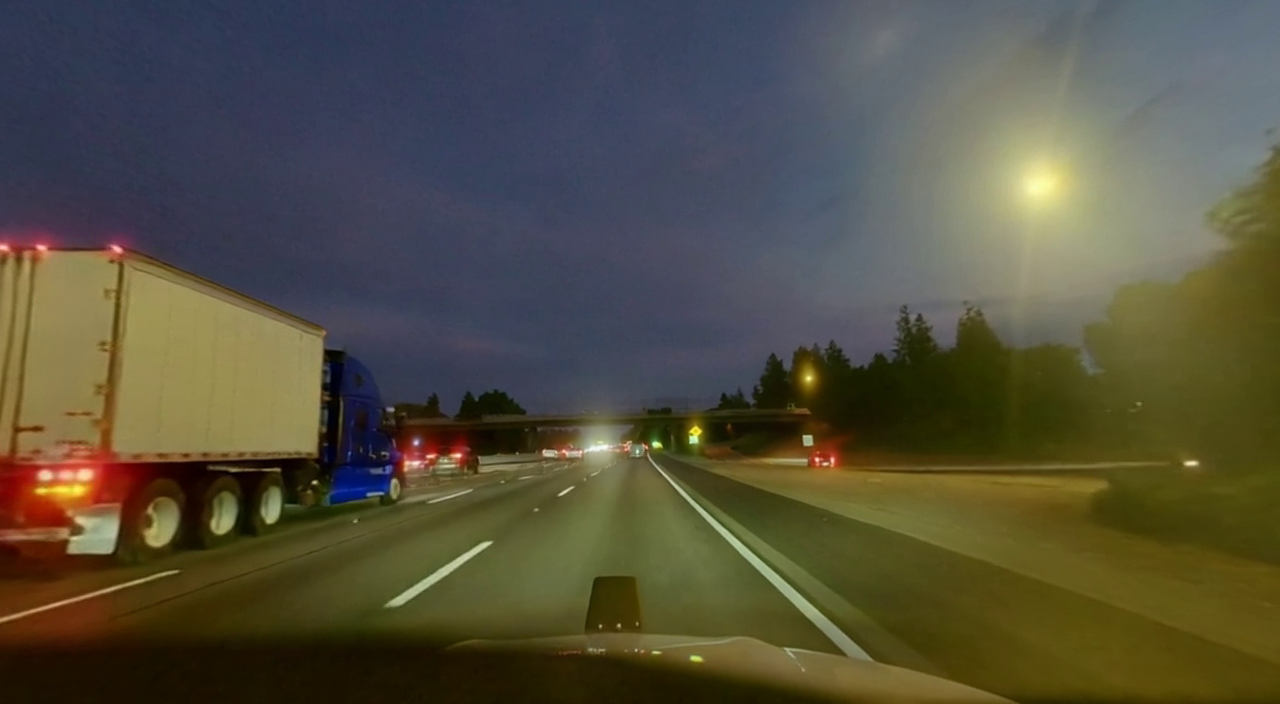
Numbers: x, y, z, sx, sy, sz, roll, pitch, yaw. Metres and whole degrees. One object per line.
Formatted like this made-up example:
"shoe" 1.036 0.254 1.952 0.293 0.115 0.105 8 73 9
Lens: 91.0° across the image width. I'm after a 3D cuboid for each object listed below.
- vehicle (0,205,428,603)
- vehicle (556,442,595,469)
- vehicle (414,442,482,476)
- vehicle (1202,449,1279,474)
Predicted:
"vehicle" -7.216 1.186 11.218 3.303 3.868 10.298 0 -9 0
"vehicle" -4.212 6.842 41.672 2.094 1.695 4.260 0 -9 0
"vehicle" -10.806 6.065 35.906 2.146 1.764 5.510 0 -9 0
"vehicle" 43.290 7.776 44.928 4.134 1.691 2.097 -3 -9 17
